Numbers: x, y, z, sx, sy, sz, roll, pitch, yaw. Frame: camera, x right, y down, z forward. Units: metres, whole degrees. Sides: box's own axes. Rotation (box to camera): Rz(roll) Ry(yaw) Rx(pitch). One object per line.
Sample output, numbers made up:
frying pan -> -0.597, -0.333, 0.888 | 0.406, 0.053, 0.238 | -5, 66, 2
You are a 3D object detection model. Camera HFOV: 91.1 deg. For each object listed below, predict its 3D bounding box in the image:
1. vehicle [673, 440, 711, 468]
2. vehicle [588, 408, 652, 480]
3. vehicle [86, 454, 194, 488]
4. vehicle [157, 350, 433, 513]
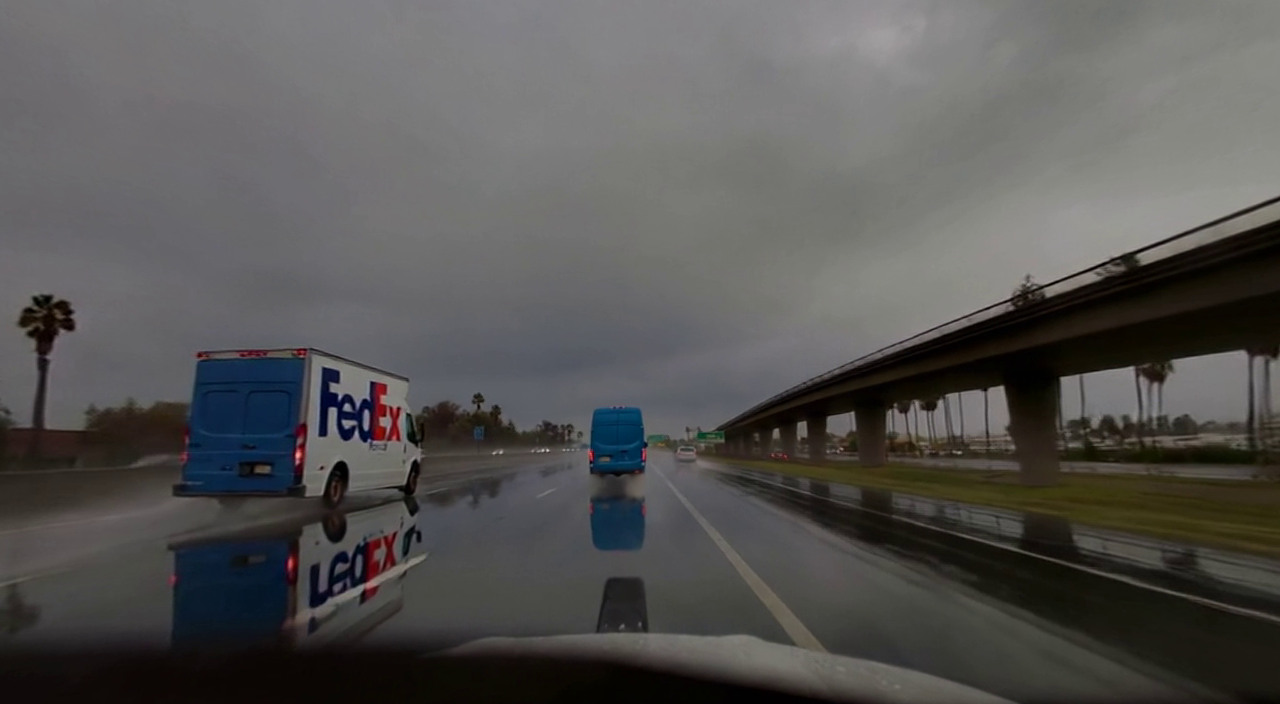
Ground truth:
vehicle -> 3.226, 6.418, 39.668 | 1.987, 1.648, 3.984 | 0, -9, -1
vehicle -> -0.743, 4.013, 27.300 | 2.476, 2.776, 5.598 | 0, -9, 1
vehicle -> -25.122, 5.948, 31.763 | 1.810, 1.532, 4.375 | 0, -9, 0
vehicle -> -7.948, 2.119, 15.991 | 2.965, 3.178, 7.188 | 0, -9, -1
